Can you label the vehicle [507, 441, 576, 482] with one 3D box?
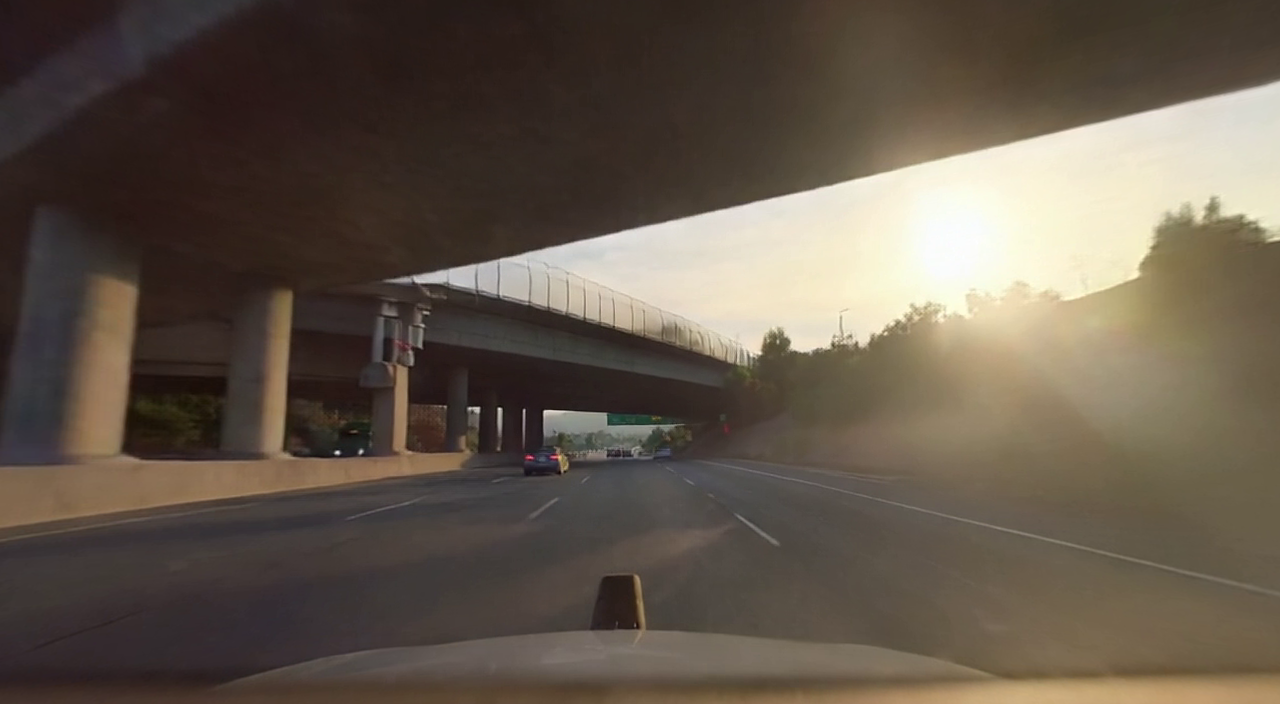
[{"bbox_3d":[-3.858,4.355,25.453,2.037,1.514,4.335,0,-9,0],"label":"vehicle"}]
